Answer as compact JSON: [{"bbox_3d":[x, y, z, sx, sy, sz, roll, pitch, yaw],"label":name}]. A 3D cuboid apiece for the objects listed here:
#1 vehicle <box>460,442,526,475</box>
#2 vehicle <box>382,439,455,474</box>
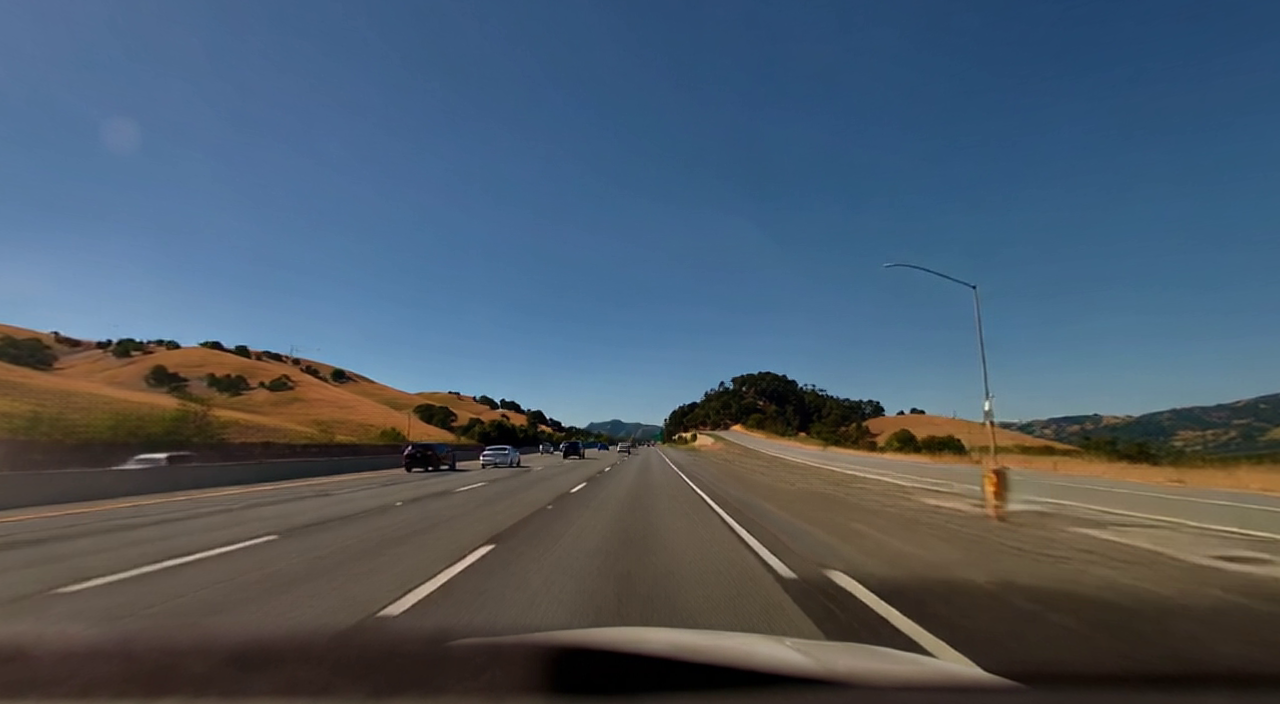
[{"bbox_3d":[-7.178,5.230,31.342,2.107,1.484,4.449,-1,-8,1],"label":"vehicle"},{"bbox_3d":[-11.400,5.385,32.801,2.020,1.645,4.629,-1,-8,1],"label":"vehicle"}]
